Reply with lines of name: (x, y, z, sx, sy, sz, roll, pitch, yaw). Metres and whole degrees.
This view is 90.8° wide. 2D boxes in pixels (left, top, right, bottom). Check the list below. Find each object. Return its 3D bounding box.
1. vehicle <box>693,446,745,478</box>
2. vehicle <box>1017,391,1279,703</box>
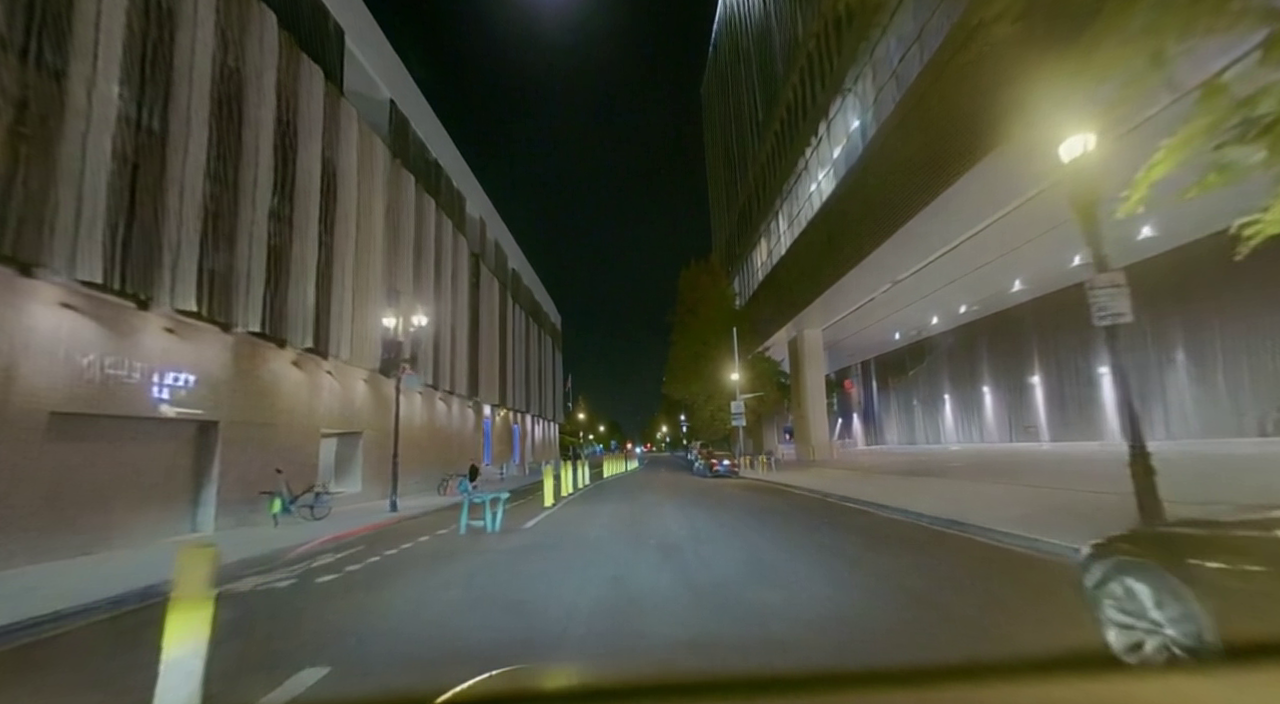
vehicle: (3.918, 5.502, 31.967, 2.020, 1.448, 4.220, -1, -8, -1)
vehicle: (3.439, 0.731, 1.591, 1.963, 1.445, 4.948, -1, -9, 1)
